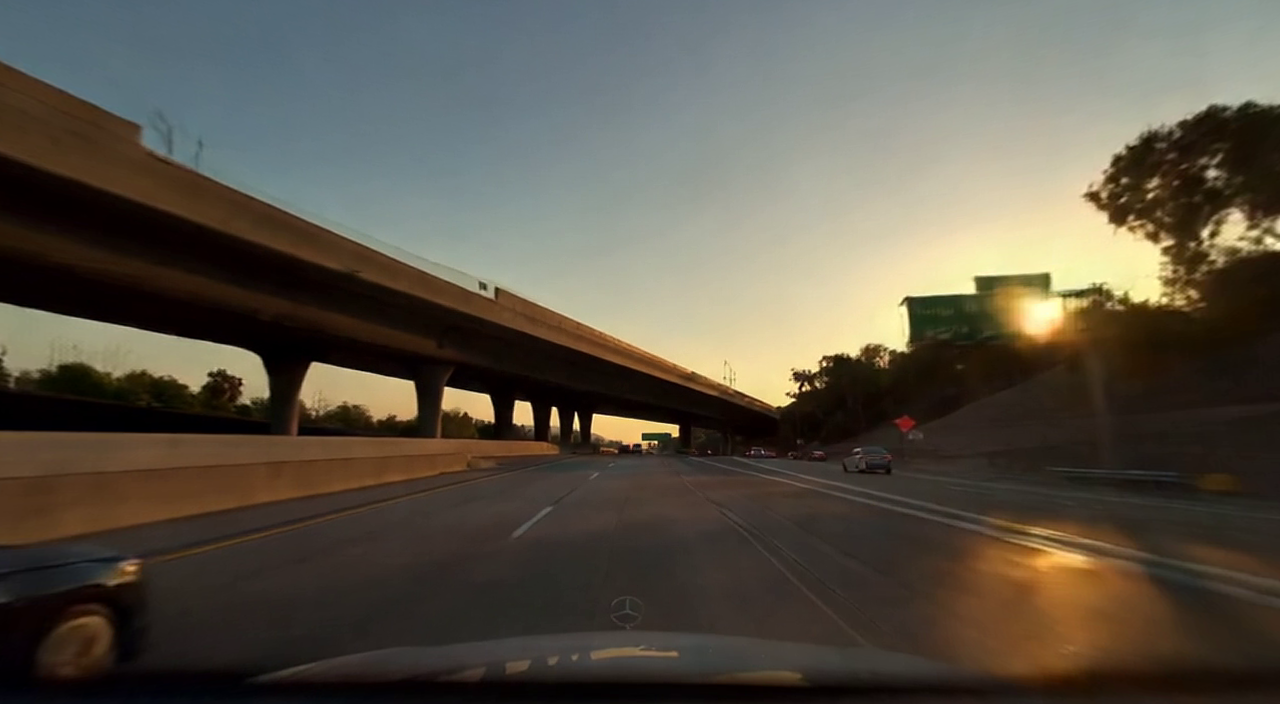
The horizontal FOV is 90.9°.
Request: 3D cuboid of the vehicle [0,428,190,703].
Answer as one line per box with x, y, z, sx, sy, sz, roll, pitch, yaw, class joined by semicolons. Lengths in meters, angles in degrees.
-3.853;0.969;1.925;1.968;1.504;3.892;0;-8;2;vehicle
